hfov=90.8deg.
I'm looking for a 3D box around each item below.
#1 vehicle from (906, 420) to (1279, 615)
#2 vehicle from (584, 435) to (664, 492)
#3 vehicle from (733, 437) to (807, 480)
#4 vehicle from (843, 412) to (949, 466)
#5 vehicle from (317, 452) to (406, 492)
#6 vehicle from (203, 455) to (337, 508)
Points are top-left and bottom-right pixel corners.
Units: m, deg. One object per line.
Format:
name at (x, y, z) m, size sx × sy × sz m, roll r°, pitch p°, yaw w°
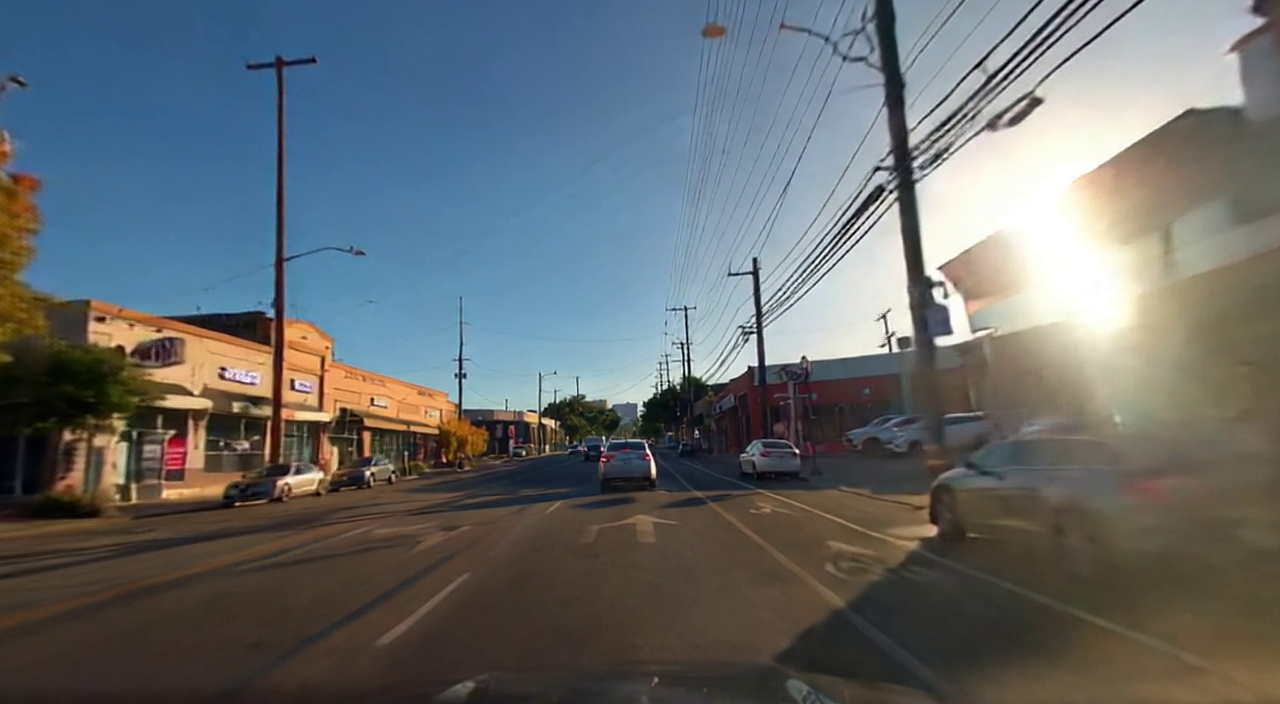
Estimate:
vehicle at (5.072, 1.595, 7.170) m, size 1.987 × 1.459 × 4.677 m, roll 0°, pitch -8°, yaw -1°
vehicle at (-0.445, 3.259, 18.804) m, size 2.116 × 1.479 × 3.980 m, roll 0°, pitch -8°, yaw -1°
vehicle at (5.112, 4.253, 25.508) m, size 1.937 × 1.523 × 4.541 m, roll 0°, pitch -8°, yaw -1°
vehicle at (11.103, 3.843, 28.023) m, size 2.329 × 2.145 × 5.841 m, roll 0°, pitch -8°, yaw 1°
vehicle at (-11.637, 5.009, 26.739) m, size 1.817 × 1.480 × 4.282 m, roll 0°, pitch -8°, yaw 0°
vehicle at (-11.798, 4.127, 20.566) m, size 1.828 × 1.457 × 4.371 m, roll 0°, pitch -8°, yaw -2°
